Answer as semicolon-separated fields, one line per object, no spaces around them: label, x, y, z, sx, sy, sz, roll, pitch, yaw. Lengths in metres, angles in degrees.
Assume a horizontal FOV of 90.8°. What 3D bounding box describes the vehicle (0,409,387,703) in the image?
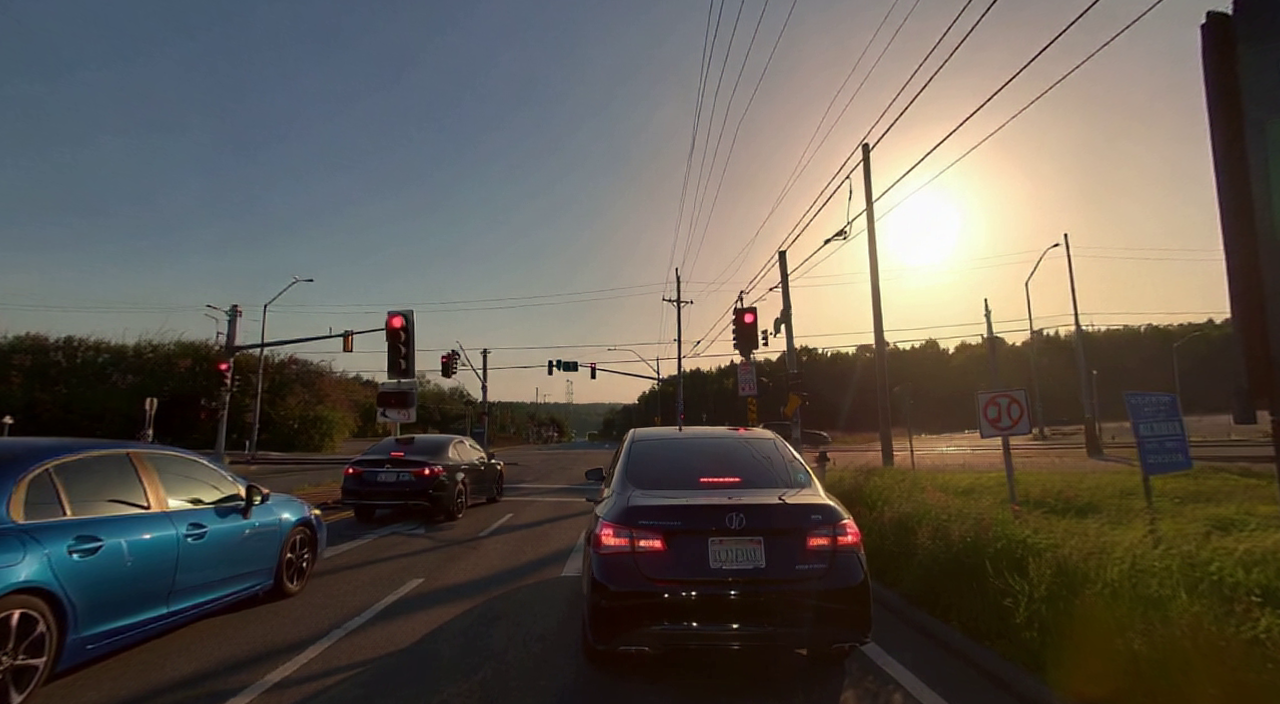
vehicle;-3.717;1.256;4.504;1.956;1.468;4.585;0;-9;-1

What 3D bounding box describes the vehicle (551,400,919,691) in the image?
vehicle;0.403;1.329;5.451;1.998;1.529;3.960;1;-9;-4

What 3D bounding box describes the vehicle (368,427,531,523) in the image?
vehicle;-3.364;2.256;12.072;1.984;1.505;4.047;0;-9;-2
